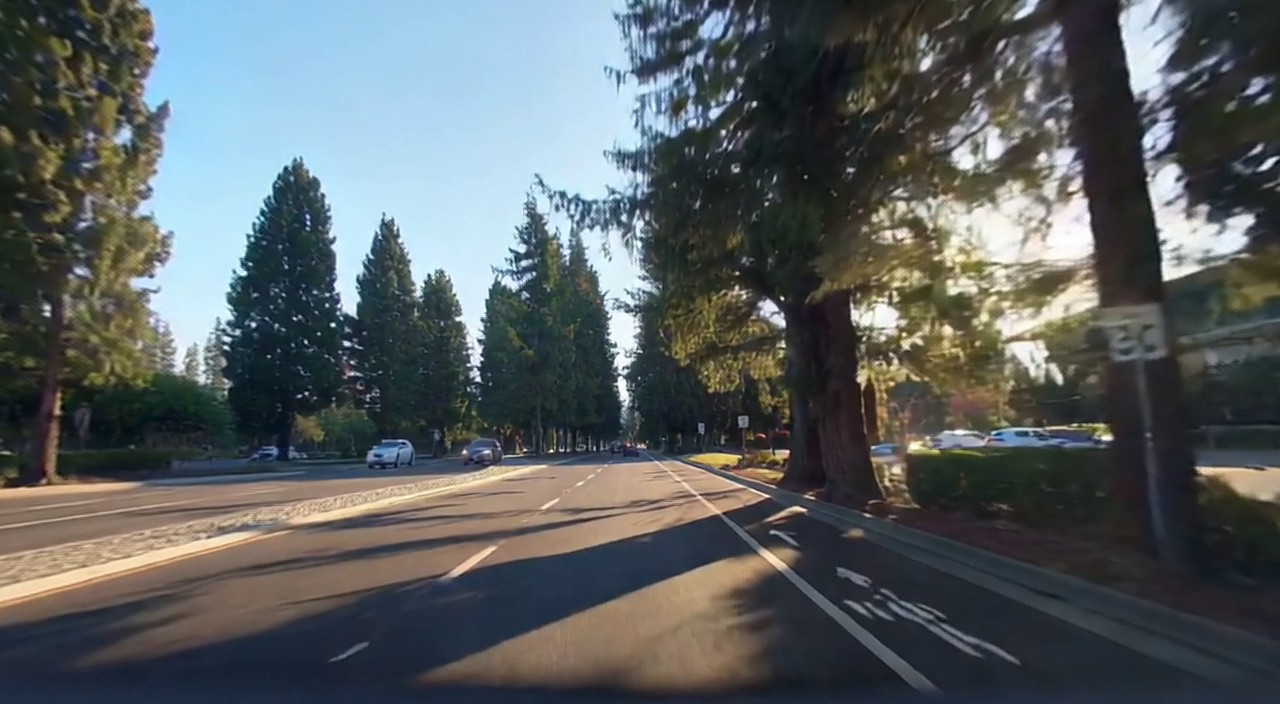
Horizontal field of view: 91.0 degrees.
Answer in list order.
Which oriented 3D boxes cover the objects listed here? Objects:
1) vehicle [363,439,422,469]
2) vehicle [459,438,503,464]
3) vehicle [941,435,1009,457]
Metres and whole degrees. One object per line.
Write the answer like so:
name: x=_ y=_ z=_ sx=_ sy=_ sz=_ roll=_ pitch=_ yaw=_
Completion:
vehicle: x=-15.375 y=6.340 z=39.327 sx=1.938 sy=1.775 sz=4.137 roll=0 pitch=-9 yaw=0
vehicle: x=-12.003 y=7.499 z=47.828 sx=2.146 sy=1.847 sz=4.437 roll=0 pitch=-9 yaw=1
vehicle: x=25.178 y=7.053 z=47.382 sx=3.936 sy=1.595 sz=2.040 roll=0 pitch=-8 yaw=0
